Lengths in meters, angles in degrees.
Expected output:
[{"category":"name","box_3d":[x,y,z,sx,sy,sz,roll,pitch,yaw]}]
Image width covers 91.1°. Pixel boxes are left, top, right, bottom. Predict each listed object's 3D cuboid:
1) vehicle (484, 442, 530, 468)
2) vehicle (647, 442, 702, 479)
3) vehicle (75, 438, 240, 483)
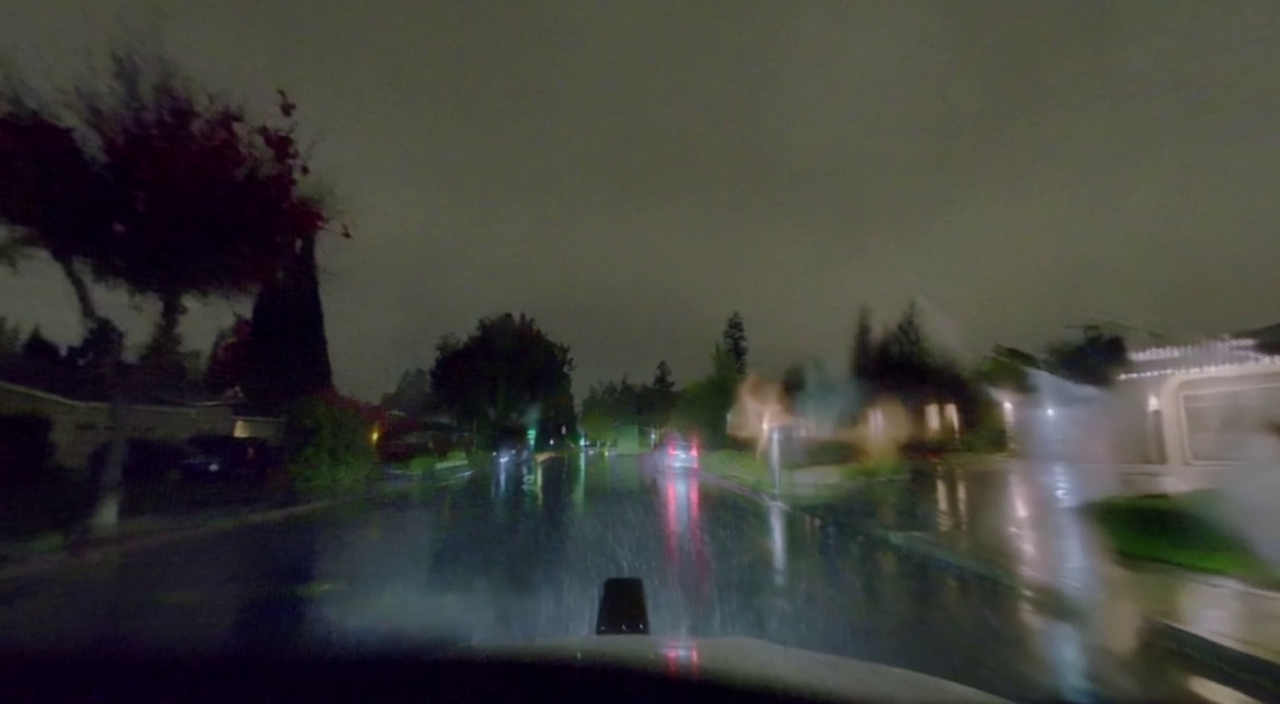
[{"category":"vehicle","box_3d":[-8.736,6.868,41.710,1.943,1.433,4.717,-6,-10,0]},{"category":"vehicle","box_3d":[1.402,4.674,27.381,2.088,1.429,4.796,0,-8,0]},{"category":"vehicle","box_3d":[-17.052,3.821,22.335,4.344,1.483,1.928,-1,-8,4]}]
